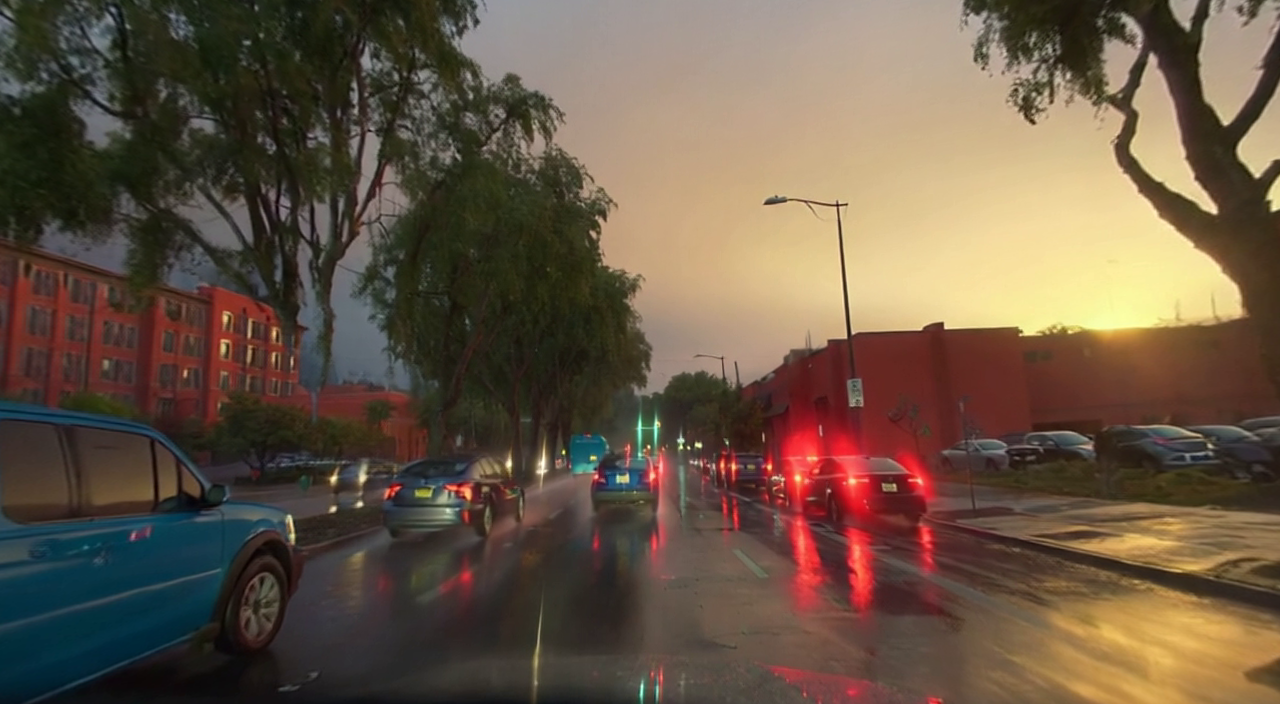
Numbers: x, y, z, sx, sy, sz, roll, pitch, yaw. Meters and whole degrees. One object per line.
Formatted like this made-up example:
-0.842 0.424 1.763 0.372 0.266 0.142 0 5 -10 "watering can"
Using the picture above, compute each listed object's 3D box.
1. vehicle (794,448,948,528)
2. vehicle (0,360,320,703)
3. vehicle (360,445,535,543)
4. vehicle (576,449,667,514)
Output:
4.909 2.914 14.081 1.832 1.491 4.054 0 -9 -1 "vehicle"
-3.723 0.939 2.718 2.140 1.768 4.685 0 -9 1 "vehicle"
-3.511 2.652 12.513 1.995 1.554 4.426 0 -9 1 "vehicle"
-0.427 3.416 17.123 2.152 1.518 4.113 0 -9 0 "vehicle"
